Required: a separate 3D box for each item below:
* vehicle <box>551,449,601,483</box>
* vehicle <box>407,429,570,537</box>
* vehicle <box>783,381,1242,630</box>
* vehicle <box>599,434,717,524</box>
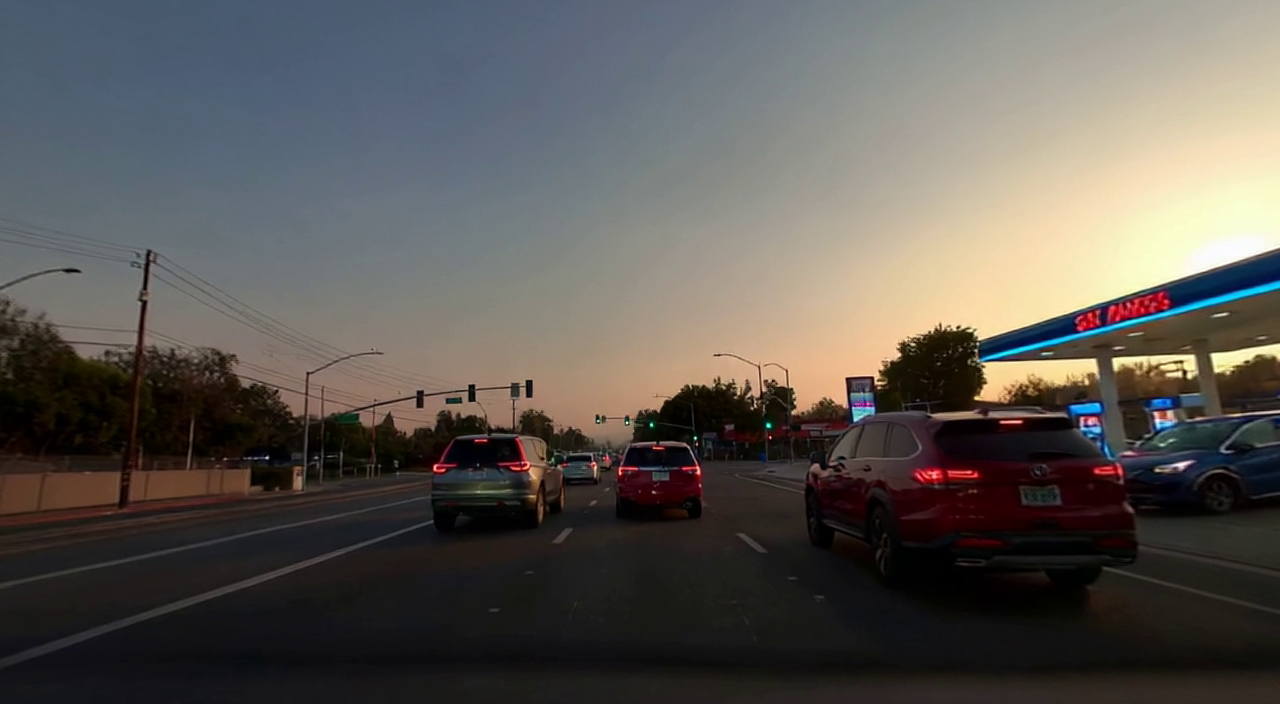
[{"bbox_3d":[-3.067,5.522,30.861,1.954,1.497,4.078,0,-9,1],"label":"vehicle"},{"bbox_3d":[-2.706,2.466,12.447,2.019,1.731,4.299,0,-9,2],"label":"vehicle"},{"bbox_3d":[3.413,1.555,7.473,2.161,1.868,5.321,0,-9,0],"label":"vehicle"},{"bbox_3d":[0.317,2.682,13.823,2.181,1.650,4.083,0,-9,0],"label":"vehicle"}]
